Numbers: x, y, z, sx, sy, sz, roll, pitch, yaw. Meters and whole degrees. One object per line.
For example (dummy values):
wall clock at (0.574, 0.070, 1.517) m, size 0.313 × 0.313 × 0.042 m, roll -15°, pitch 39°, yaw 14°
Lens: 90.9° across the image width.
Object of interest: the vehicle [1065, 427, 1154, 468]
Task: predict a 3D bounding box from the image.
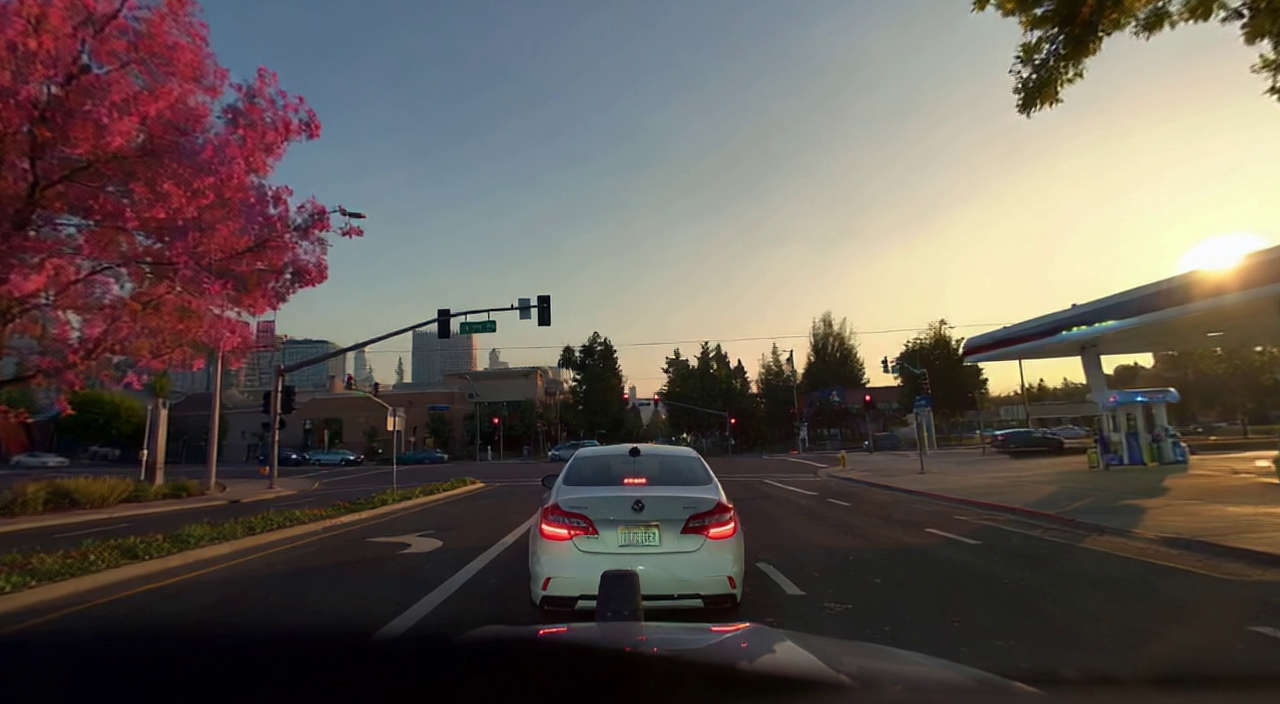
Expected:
vehicle at (18.588, 3.755, 24.888) m, size 4.091 × 1.495 × 2.053 m, roll 8°, pitch -12°, yaw -44°

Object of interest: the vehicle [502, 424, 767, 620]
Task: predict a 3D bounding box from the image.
vehicle at (-0.043, 1.598, 6.902) m, size 2.010 × 1.482 × 4.057 m, roll 0°, pitch -8°, yaw 0°

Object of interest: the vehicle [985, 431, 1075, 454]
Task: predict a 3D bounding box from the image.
vehicle at (26.591, 6.198, 43.085) m, size 4.813 × 1.455 × 1.889 m, roll -1°, pitch -8°, yaw 3°
